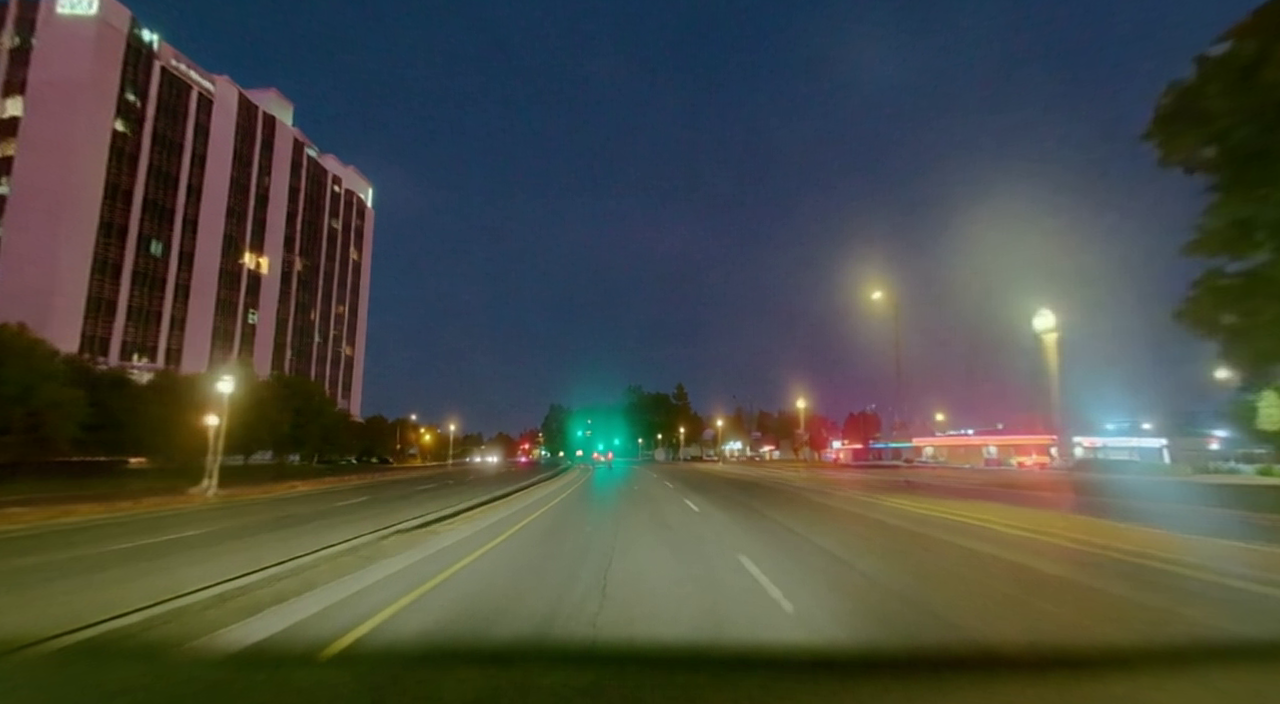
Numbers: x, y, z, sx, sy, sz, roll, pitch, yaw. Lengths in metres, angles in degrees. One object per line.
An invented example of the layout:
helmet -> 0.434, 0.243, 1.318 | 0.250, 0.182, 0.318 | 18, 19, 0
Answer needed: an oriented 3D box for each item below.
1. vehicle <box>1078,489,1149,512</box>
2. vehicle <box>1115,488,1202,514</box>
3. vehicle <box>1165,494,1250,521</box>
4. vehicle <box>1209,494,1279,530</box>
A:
vehicle -> 35.208, 11.044, 47.070 | 3.738, 1.499, 1.843 | 0, -9, 4
vehicle -> 34.198, 9.818, 41.764 | 3.968, 1.517, 1.867 | 0, -10, 5
vehicle -> 34.741, 9.521, 38.732 | 3.528, 1.442, 1.620 | 0, -8, 1
vehicle -> 33.768, 8.490, 33.574 | 4.822, 1.656, 2.035 | 0, -9, 5
